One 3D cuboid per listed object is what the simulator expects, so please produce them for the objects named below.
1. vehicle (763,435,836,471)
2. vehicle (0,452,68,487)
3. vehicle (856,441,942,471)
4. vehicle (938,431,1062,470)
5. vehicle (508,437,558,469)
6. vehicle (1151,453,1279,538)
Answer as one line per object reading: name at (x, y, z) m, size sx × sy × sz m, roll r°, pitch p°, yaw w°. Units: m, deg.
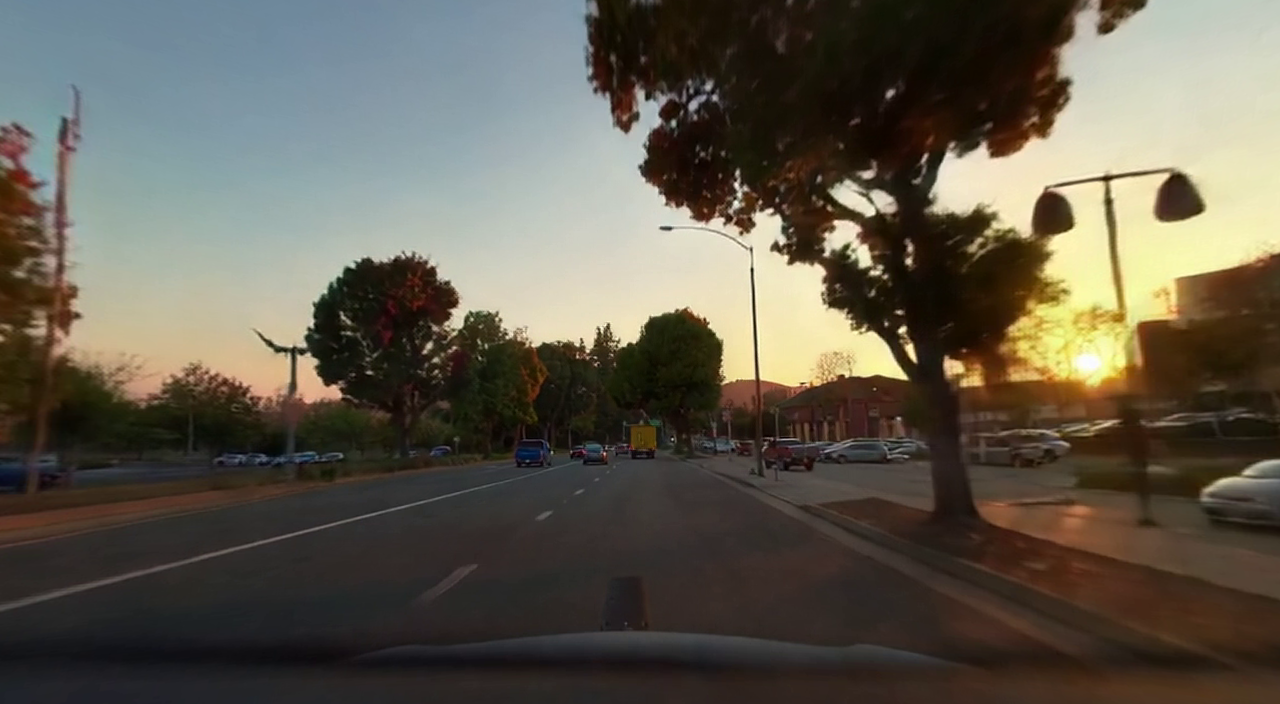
vehicle at (8.296, 5.304, 33.368) m, size 2.057 × 1.750 × 4.679 m, roll 1°, pitch -9°, yaw -8°
vehicle at (-34.146, 6.318, 33.951) m, size 4.555 × 1.761 × 2.039 m, roll 0°, pitch -8°, yaw 0°
vehicle at (13.543, 5.449, 33.287) m, size 1.944 × 1.476 × 4.483 m, roll 2°, pitch -9°, yaw -12°
vehicle at (18.638, 5.149, 33.095) m, size 2.211 × 1.880 × 5.847 m, roll 2°, pitch -9°, yaw -12°
vehicle at (-6.755, 6.463, 40.410) m, size 2.149 × 1.893 × 5.187 m, roll 0°, pitch -9°, yaw 1°
vehicle at (13.286, 2.858, 12.877) m, size 3.967 × 1.552 × 1.914 m, roll 0°, pitch -9°, yaw -1°
